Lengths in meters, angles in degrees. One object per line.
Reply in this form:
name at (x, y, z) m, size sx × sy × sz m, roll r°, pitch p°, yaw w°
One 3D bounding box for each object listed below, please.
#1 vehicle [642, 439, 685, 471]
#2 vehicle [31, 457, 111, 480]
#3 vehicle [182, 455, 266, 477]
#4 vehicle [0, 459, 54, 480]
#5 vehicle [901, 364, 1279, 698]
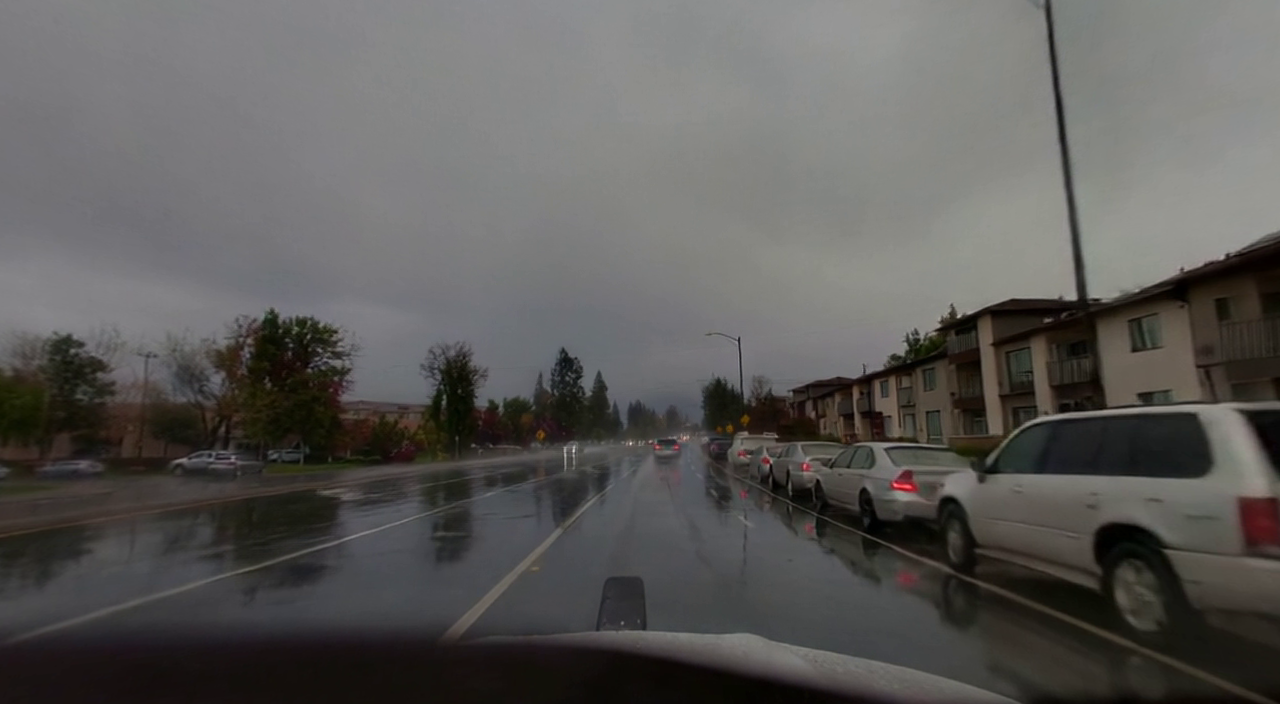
vehicle at (1.181, 5.158, 31.723) m, size 2.011 × 1.480 × 4.170 m, roll 0°, pitch -8°, yaw 2°
vehicle at (-41.120, 8.411, 45.581) m, size 4.292 × 1.497 × 1.883 m, roll -1°, pitch -8°, yaw 8°
vehicle at (-29.604, 8.091, 44.963) m, size 4.591 × 1.468 × 1.805 m, roll 1°, pitch -8°, yaw -9°
vehicle at (-45.658, 8.623, 46.227) m, size 3.970 × 1.434 × 1.688 m, roll -2°, pitch -8°, yaw 10°
vehicle at (4.323, 1.268, 5.531) m, size 1.973 × 1.749 × 4.608 m, roll 0°, pitch -8°, yaw -1°
